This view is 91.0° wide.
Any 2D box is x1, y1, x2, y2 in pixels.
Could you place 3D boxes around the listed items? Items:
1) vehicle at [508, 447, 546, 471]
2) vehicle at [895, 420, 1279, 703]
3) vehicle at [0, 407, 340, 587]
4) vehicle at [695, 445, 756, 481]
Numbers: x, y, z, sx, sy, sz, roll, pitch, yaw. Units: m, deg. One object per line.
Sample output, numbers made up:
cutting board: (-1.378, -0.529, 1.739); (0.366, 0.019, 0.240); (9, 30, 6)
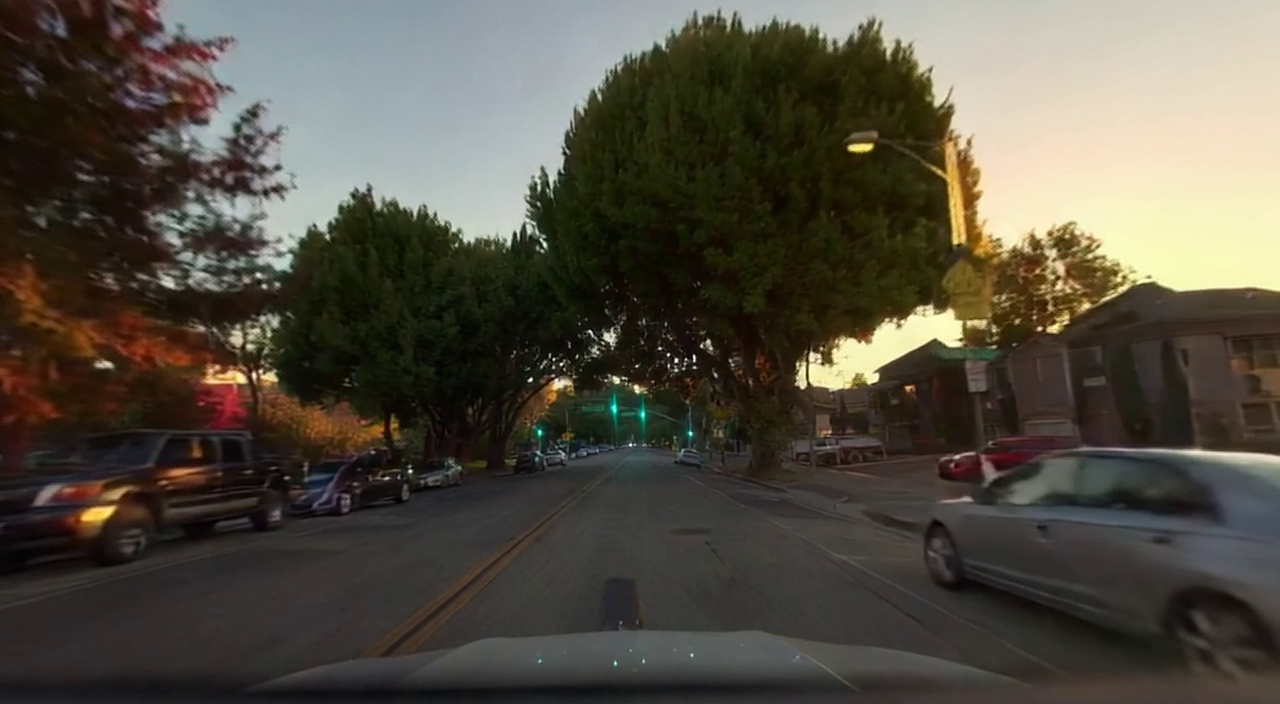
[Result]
vehicle: (-7.963, 7.541, 44.552); (1.976, 1.554, 3.654); (0, -9, 1)
vehicle: (3.645, 1.264, 4.204); (2.033, 1.467, 4.471); (0, -9, 1)
vehicle: (-7.495, 2.037, 9.904); (2.613, 1.959, 5.843); (0, -9, 0)
vehicle: (3.754, 4.966, 28.488); (2.005, 1.466, 4.767); (0, -9, -1)
